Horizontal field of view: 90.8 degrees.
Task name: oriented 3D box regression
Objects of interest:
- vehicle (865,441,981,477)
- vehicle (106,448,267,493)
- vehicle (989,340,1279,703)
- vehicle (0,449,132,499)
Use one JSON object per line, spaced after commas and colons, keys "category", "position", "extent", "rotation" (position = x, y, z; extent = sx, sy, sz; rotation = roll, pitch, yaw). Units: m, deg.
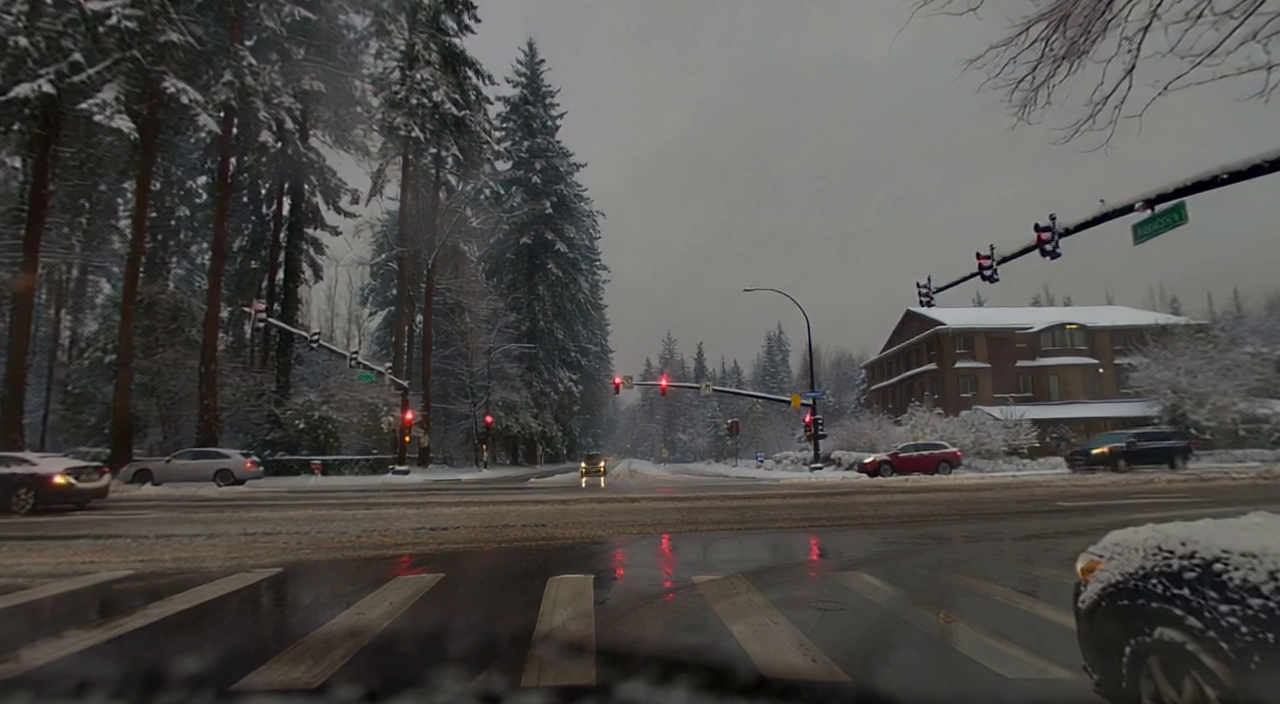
{"category": "vehicle", "position": [15.605, 5.927, 35.123], "extent": [5.220, 1.897, 2.596], "rotation": [0, -8, 0]}
{"category": "vehicle", "position": [-18.936, 4.986, 26.632], "extent": [4.798, 1.763, 2.536], "rotation": [0, -10, 0]}
{"category": "vehicle", "position": [3.632, 0.868, 2.738], "extent": [2.227, 1.705, 4.719], "rotation": [-2, -8, 10]}
{"category": "vehicle", "position": [-22.058, 4.442, 23.238], "extent": [4.748, 1.727, 2.325], "rotation": [0, -8, 1]}
